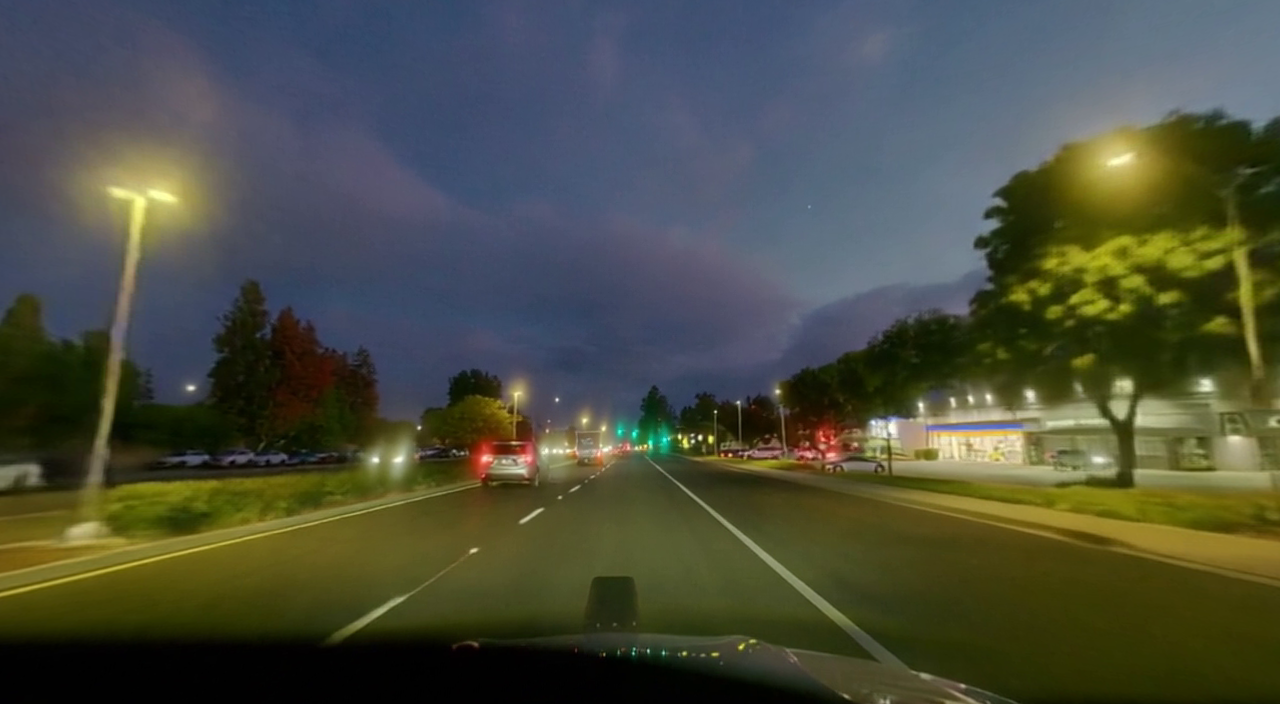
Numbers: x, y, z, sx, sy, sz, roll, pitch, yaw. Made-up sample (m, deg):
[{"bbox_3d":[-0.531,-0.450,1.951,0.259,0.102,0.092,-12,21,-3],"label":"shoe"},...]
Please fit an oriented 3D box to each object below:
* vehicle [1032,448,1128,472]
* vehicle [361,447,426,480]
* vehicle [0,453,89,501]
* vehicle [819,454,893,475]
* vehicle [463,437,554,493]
[{"bbox_3d":[28.880,7.097,41.395,4.754,1.499,1.955,0,-9,2],"label":"vehicle"},{"bbox_3d":[-12.487,5.639,32.169,1.760,1.567,3.930,0,-9,-1],"label":"vehicle"},{"bbox_3d":[-23.002,4.541,23.120,1.836,1.582,4.075,0,-9,-2],"label":"vehicle"},{"bbox_3d":[16.172,8.450,47.302,4.723,1.466,2.085,0,-9,-1],"label":"vehicle"},{"bbox_3d":[-4.256,3.728,21.149,2.109,1.672,4.256,0,-9,0],"label":"vehicle"}]
